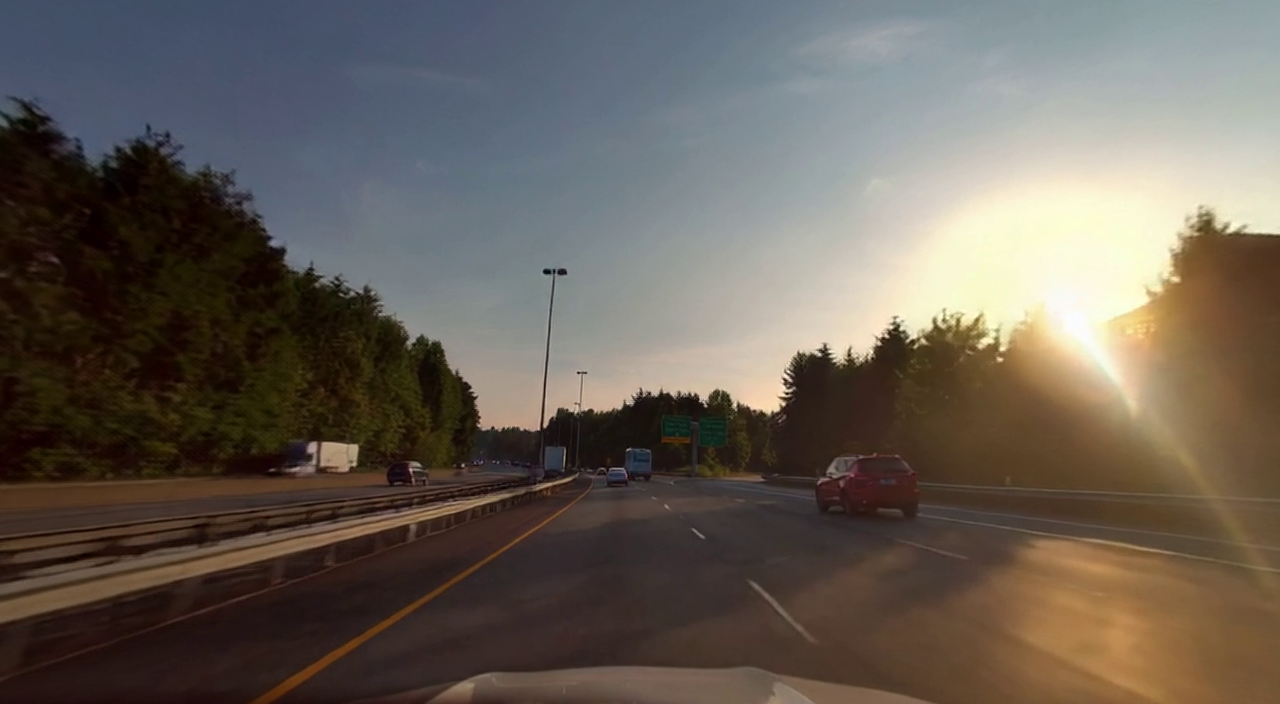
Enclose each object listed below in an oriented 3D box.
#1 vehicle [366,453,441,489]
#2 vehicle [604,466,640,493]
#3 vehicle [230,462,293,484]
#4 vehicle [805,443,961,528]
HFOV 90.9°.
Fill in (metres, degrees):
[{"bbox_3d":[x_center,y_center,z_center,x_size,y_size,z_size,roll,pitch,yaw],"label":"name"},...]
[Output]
[{"bbox_3d":[-11.784,5.987,31.787,1.952,1.618,4.859,1,-10,-1],"label":"vehicle"},{"bbox_3d":[-1.103,7.560,37.521,1.987,1.467,3.903,1,-10,-2],"label":"vehicle"},{"bbox_3d":[-27.453,8.802,45.850,1.882,1.504,4.527,1,-10,-3],"label":"vehicle"},{"bbox_3d":[5.829,3.293,15.870,1.998,1.776,4.663,1,-10,-1],"label":"vehicle"}]
